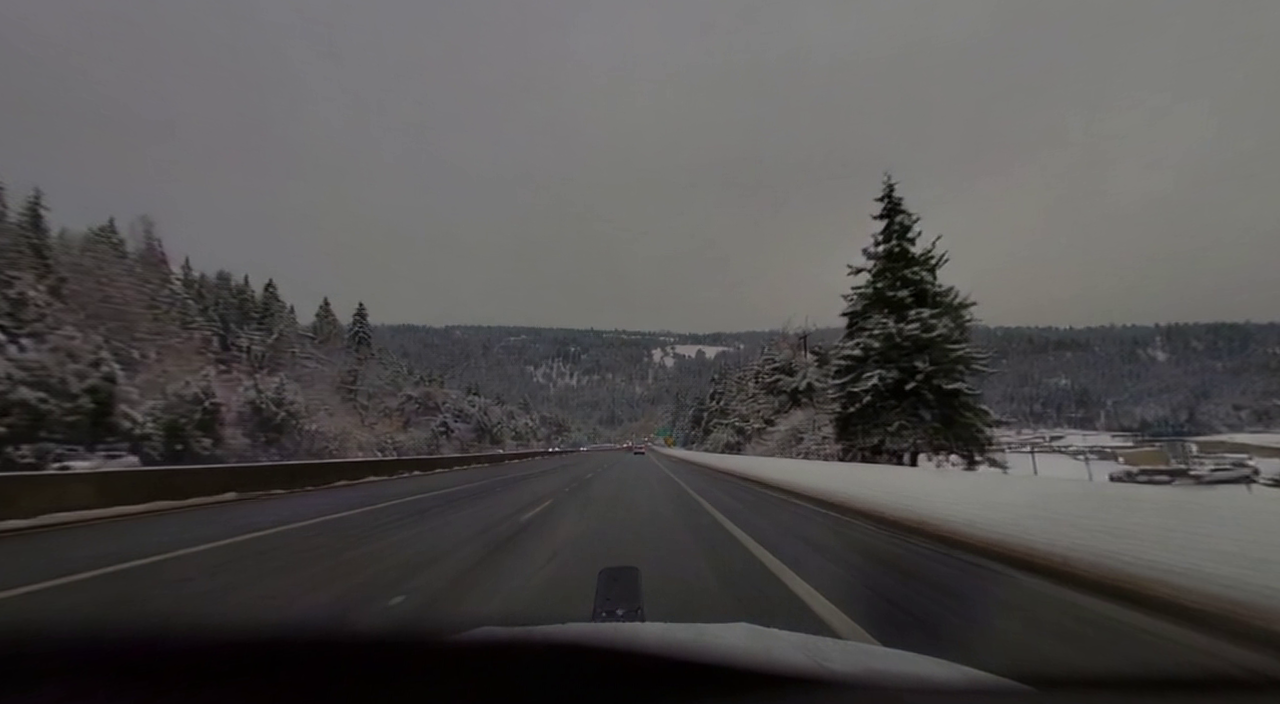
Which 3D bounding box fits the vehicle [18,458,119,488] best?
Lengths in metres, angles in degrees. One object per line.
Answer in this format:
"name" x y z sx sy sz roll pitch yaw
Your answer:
"vehicle" -35.957 7.607 39.781 1.983 1.693 4.596 0 -9 1
